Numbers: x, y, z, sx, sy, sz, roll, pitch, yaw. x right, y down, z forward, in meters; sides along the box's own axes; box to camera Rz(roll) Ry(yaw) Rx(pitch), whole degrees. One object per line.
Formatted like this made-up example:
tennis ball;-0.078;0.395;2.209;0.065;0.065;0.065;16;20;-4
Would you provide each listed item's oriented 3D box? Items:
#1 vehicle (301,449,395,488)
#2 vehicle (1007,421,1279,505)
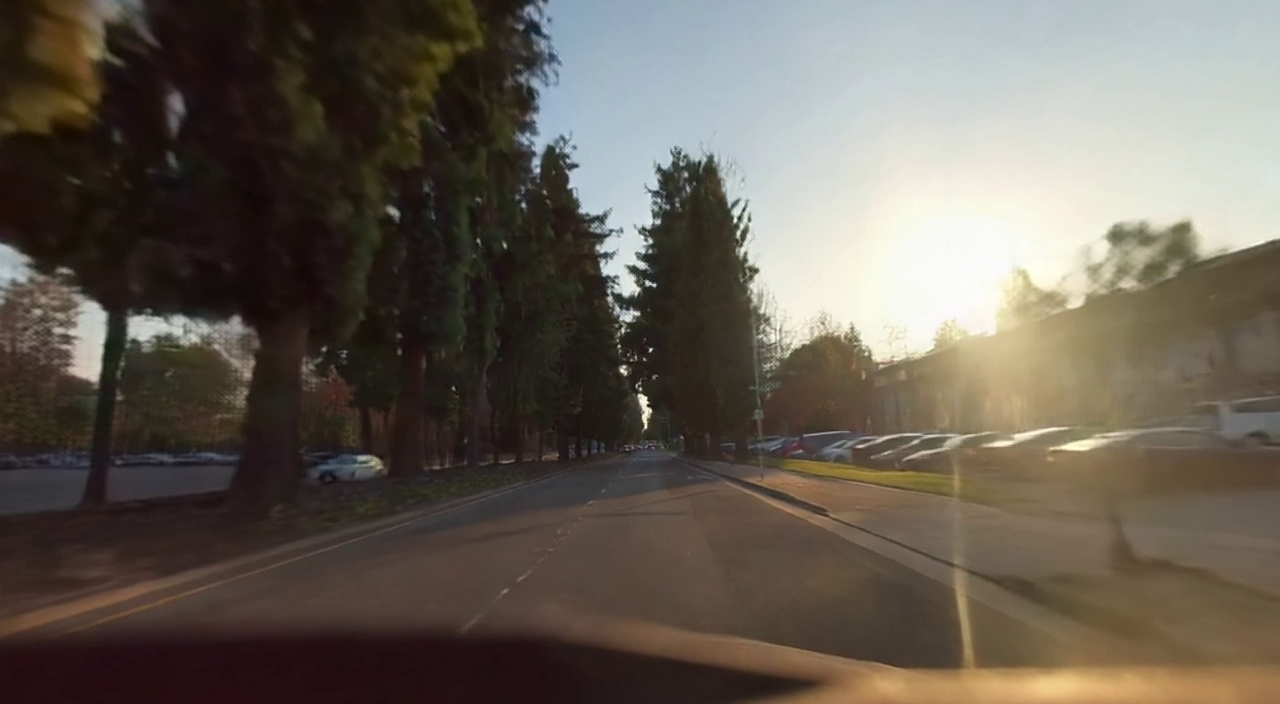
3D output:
vehicle;-13.657;5.443;29.846;2.044;1.514;4.704;-4;-9;3
vehicle;11.029;2.463;14.105;4.361;1.462;1.857;-4;-9;1
